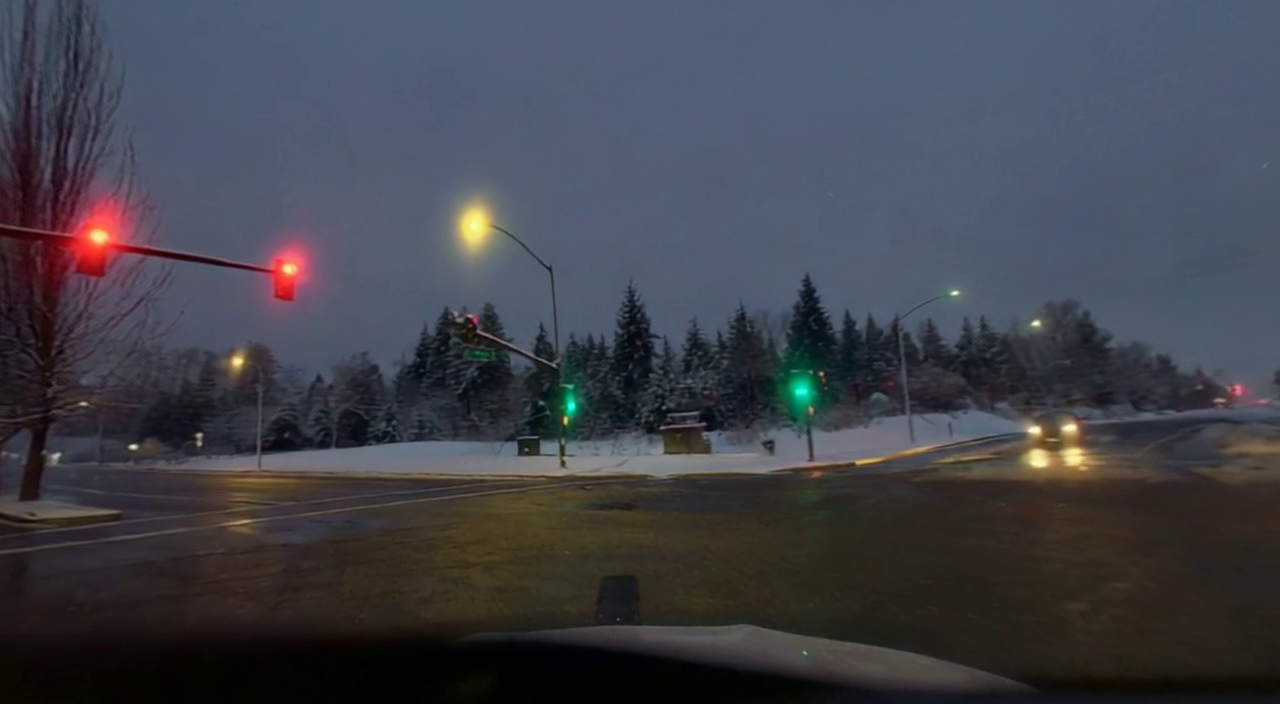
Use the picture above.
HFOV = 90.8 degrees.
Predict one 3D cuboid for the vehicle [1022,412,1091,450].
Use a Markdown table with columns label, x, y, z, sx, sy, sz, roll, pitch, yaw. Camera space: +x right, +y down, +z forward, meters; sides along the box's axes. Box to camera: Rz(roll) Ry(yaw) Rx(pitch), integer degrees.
| label | x | y | z | sx | sy | sz | roll | pitch | yaw |
| --- | --- | --- | --- | --- | --- | --- | --- | --- | --- |
| vehicle | 19.001 | 3.636 | 28.705 | 1.997 | 1.577 | 4.719 | -7 | -10 | 39 |
